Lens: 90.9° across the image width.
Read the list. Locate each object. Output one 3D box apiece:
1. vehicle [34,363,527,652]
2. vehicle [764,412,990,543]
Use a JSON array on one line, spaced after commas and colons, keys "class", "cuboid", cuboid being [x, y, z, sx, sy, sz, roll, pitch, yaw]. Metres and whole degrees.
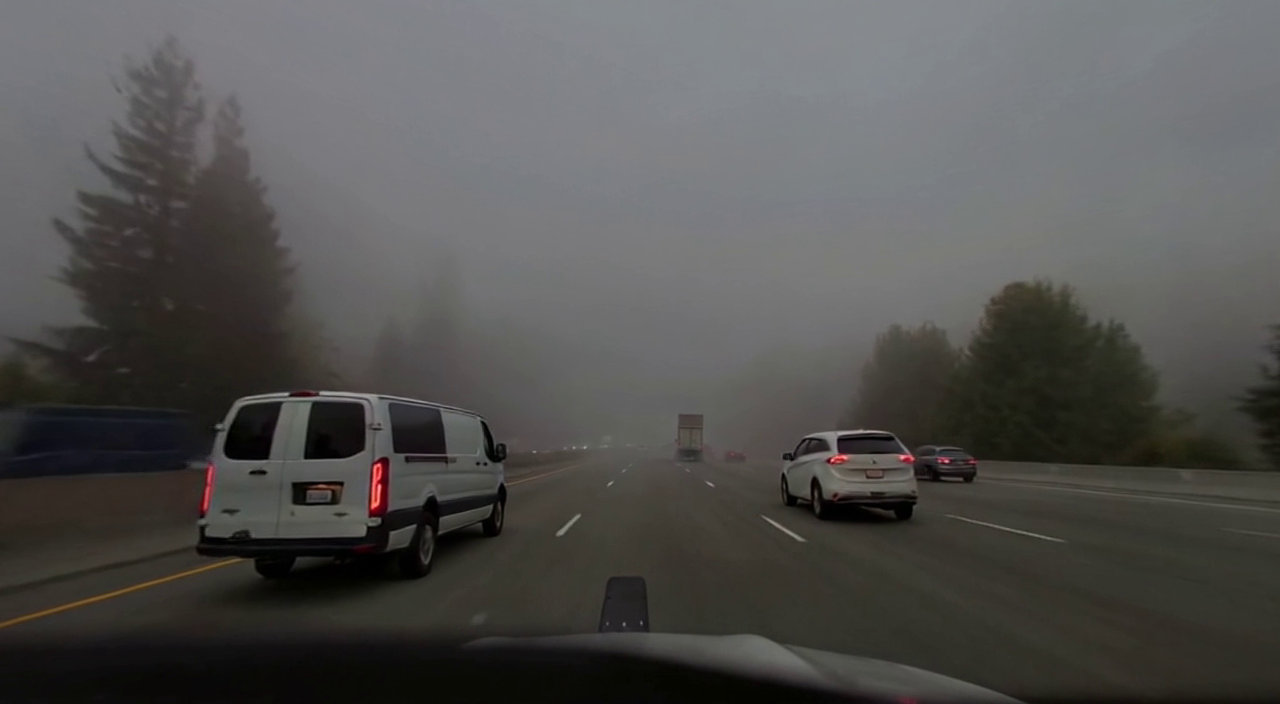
[{"class": "vehicle", "cuboid": [-2.899, 1.423, 6.969, 2.159, 1.922, 5.345, 0, -8, 2]}, {"class": "vehicle", "cuboid": [3.866, 2.146, 11.440, 2.209, 1.862, 4.717, 0, -8, 0]}]
